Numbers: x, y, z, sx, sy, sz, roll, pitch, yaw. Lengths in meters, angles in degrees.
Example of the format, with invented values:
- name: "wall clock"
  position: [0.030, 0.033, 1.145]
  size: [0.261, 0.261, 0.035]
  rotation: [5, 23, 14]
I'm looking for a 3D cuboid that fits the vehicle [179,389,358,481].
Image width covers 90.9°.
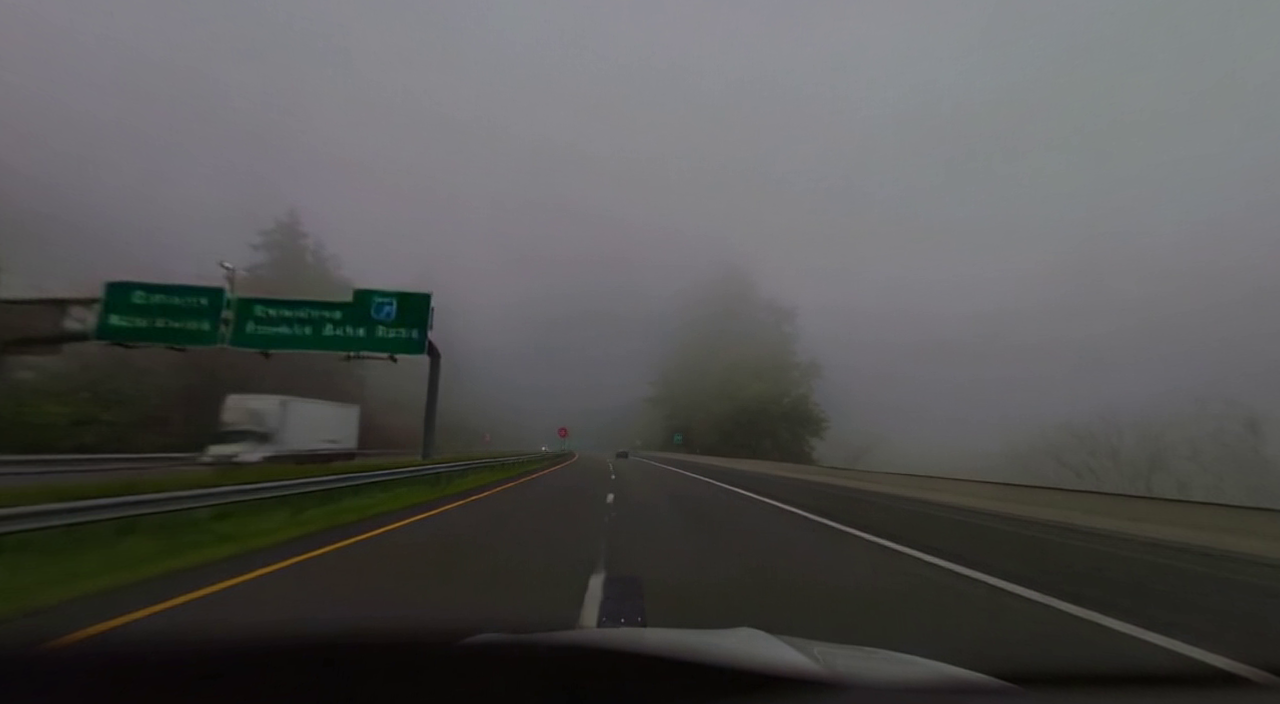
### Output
- name: "vehicle"
  position: [-15.936, 3.807, 28.131]
  size: [2.717, 3.464, 8.722]
  rotation: [0, -9, -1]
